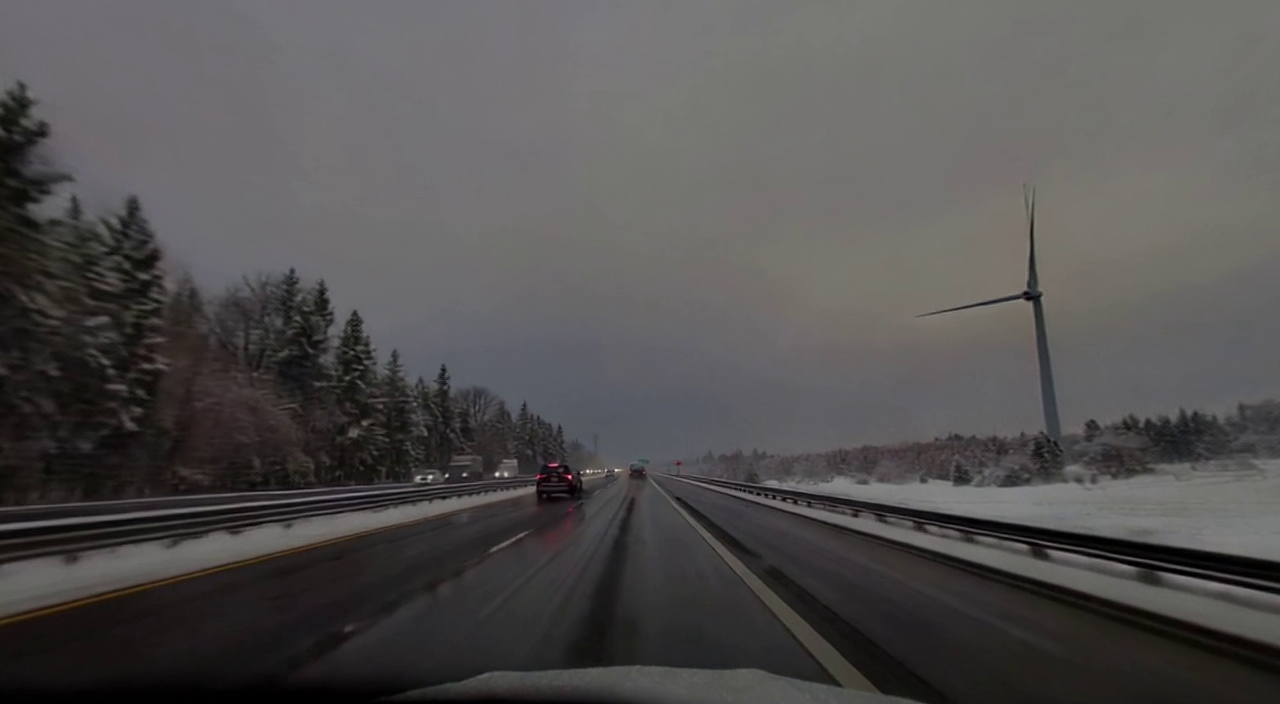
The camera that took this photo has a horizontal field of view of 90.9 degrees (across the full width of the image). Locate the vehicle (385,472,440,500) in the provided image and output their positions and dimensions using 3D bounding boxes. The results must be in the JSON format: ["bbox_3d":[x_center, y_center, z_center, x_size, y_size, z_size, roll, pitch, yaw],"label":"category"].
[{"bbox_3d":[-12.627,7.457,35.153,1.687,1.411,3.627,1,-11,1],"label":"vehicle"}]

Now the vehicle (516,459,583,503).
[{"bbox_3d":[-3.763,5.509,27.076,2.124,1.705,4.440,1,-11,1],"label":"vehicle"}]
